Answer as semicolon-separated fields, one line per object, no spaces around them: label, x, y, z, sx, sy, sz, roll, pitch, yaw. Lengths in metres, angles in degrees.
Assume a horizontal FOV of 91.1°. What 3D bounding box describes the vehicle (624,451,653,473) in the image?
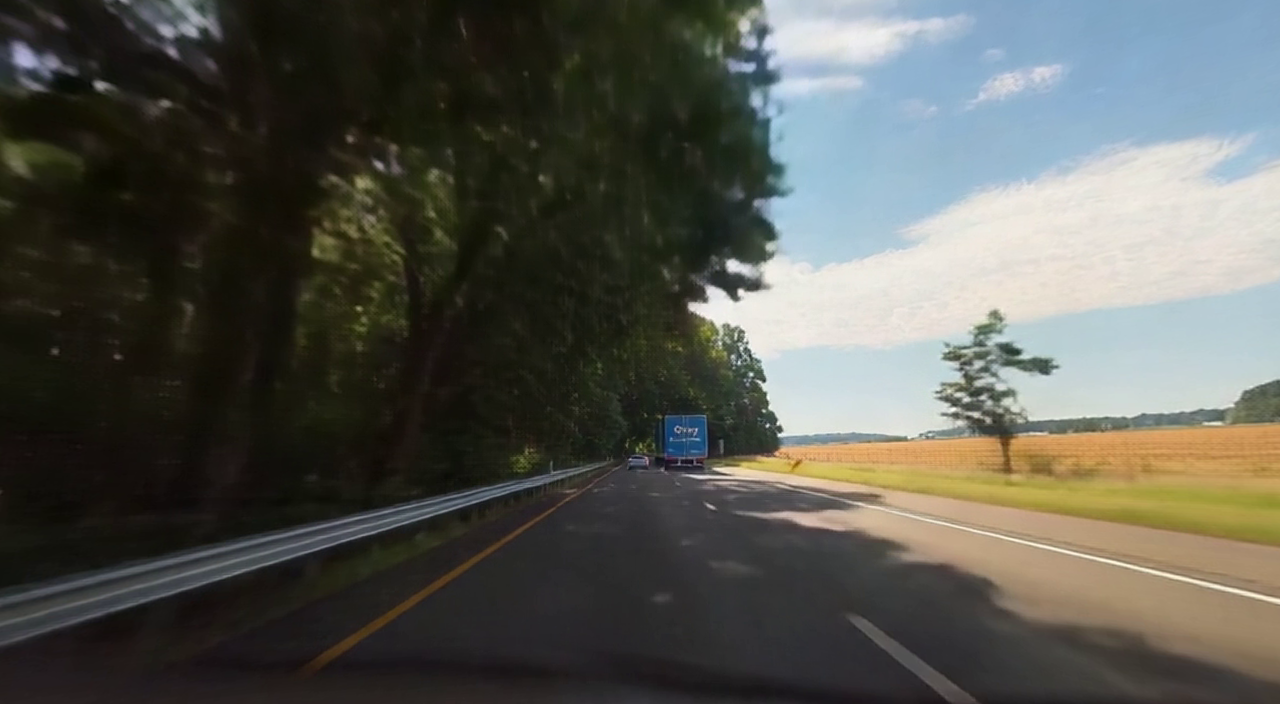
vehicle;-0.078;8.033;46.127;2.057;1.528;3.958;-1;-9;0
